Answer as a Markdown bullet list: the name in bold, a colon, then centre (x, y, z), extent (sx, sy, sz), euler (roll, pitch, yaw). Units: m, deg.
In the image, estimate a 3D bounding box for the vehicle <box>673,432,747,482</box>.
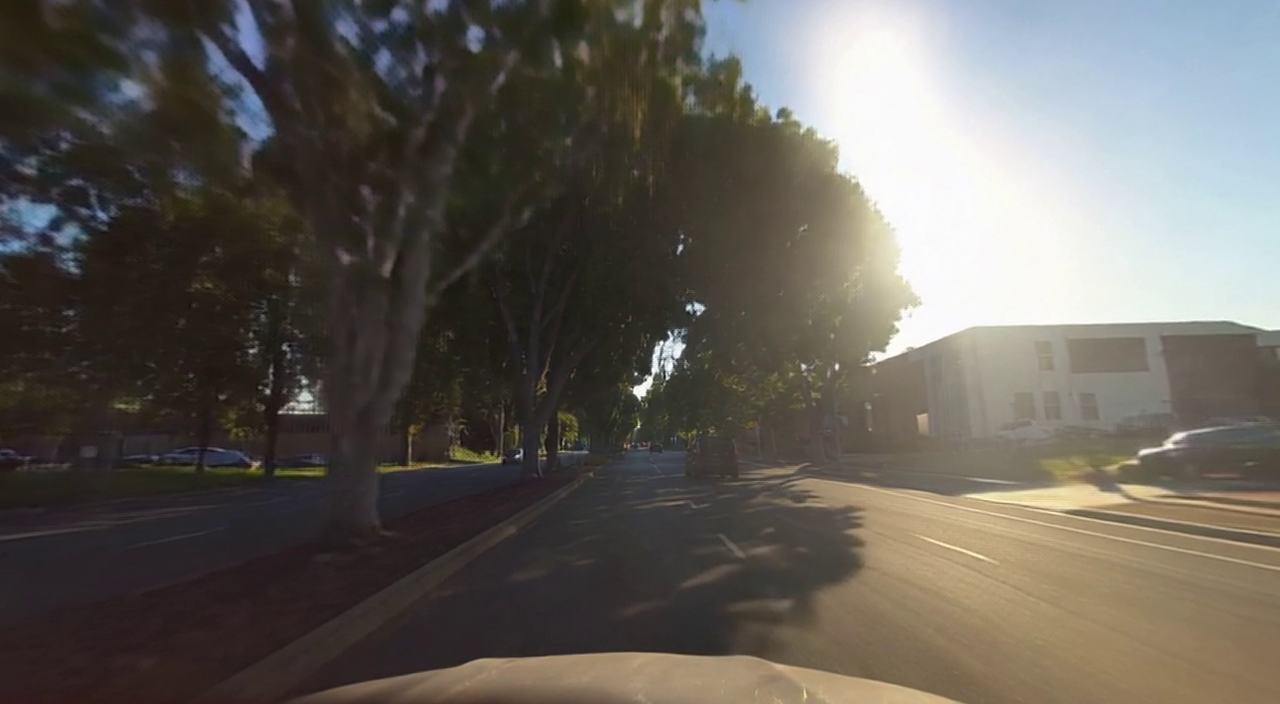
- **vehicle**: centre (2.590, 4.035, 24.638), extent (2.240, 1.740, 4.605), euler (0, -8, -2)
